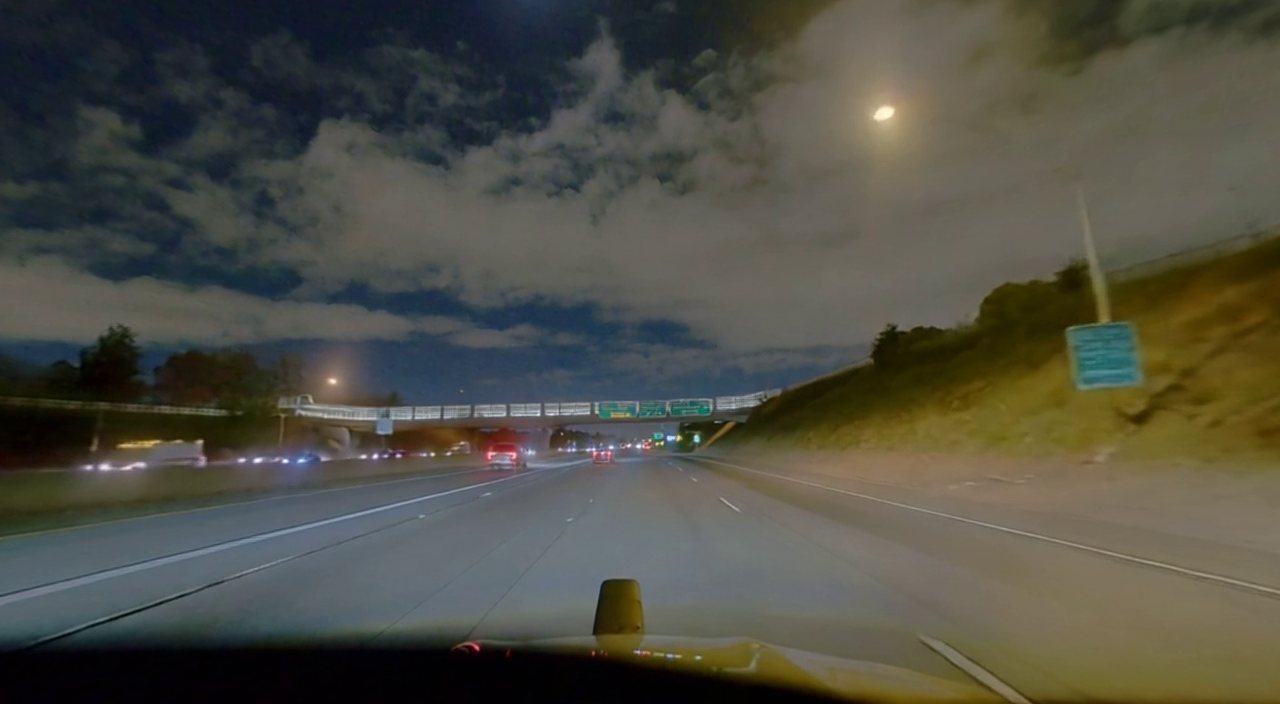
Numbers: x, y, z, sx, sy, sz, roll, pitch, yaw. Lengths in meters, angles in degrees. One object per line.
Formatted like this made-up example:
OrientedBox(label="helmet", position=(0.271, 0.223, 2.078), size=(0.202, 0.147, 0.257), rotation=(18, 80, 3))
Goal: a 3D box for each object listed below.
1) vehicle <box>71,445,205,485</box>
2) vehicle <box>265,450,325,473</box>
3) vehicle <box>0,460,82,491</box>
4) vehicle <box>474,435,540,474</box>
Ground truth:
OrientedBox(label="vehicle", position=(-26.454, 5.927, 33.569), size=(2.246, 1.917, 5.901), rotation=(0, -9, 0))
OrientedBox(label="vehicle", position=(-26.878, 8.532, 49.256), size=(2.001, 1.610, 4.667), rotation=(0, -9, 1))
OrientedBox(label="vehicle", position=(-34.100, 6.826, 35.035), size=(1.833, 1.492, 4.588), rotation=(0, -9, -1))
OrientedBox(label="vehicle", position=(-7.209, 5.633, 34.913), size=(2.341, 1.959, 5.684), rotation=(0, -9, 1))
